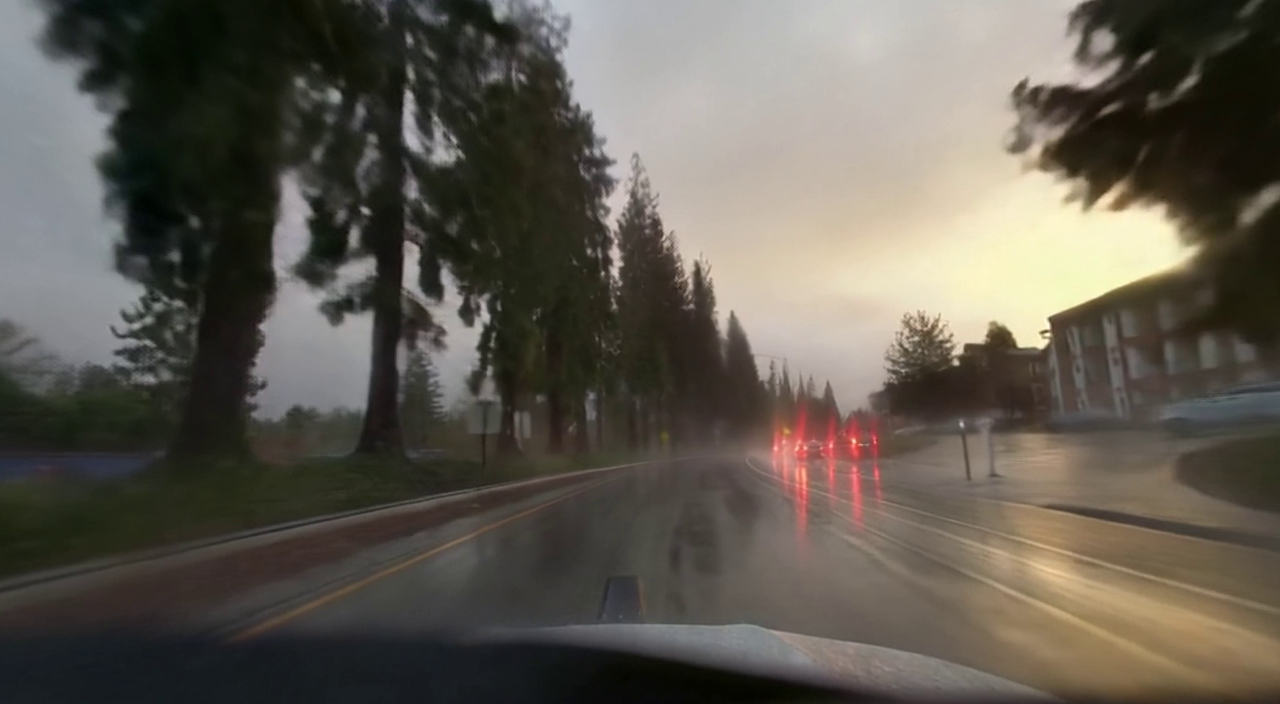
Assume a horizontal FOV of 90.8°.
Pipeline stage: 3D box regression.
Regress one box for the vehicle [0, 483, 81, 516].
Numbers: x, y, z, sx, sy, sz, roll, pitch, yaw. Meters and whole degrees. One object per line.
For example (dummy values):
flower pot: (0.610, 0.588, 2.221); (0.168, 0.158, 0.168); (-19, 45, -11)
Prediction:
vehicle: (-34.205, 8.224, 35.117); (1.842, 1.584, 4.567); (-6, -11, 6)
